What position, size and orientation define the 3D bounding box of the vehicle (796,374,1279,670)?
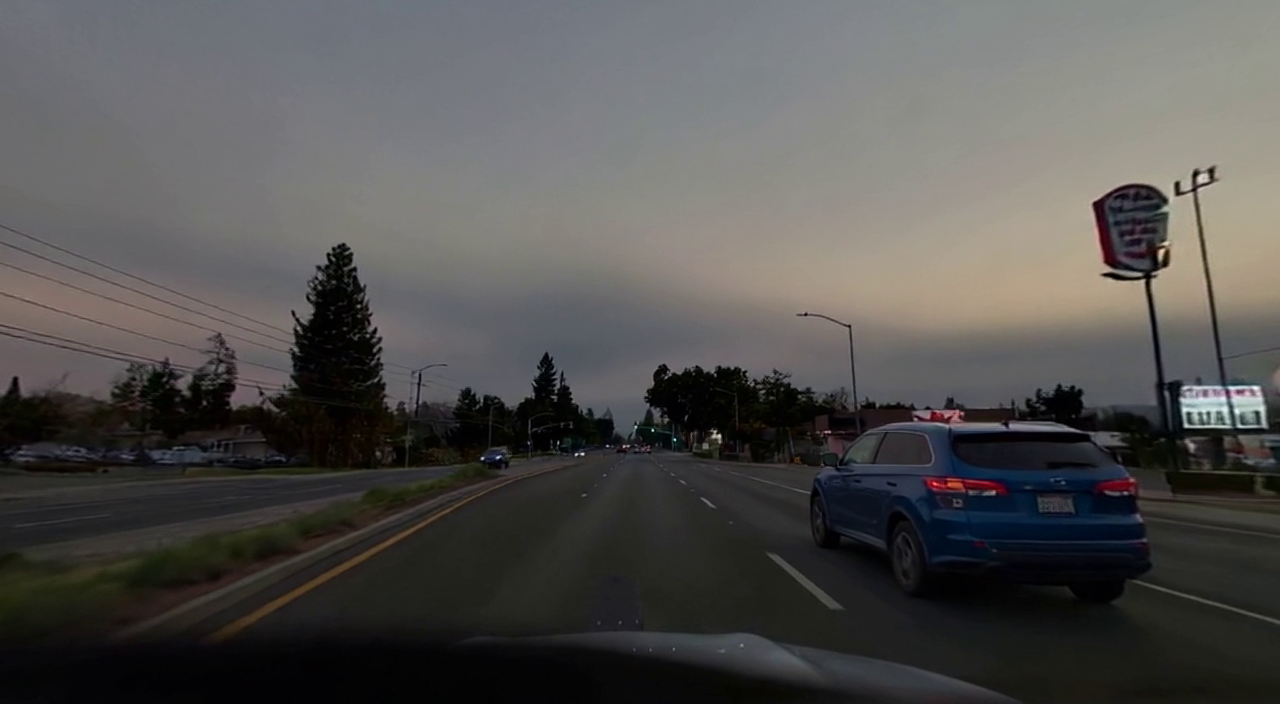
[{"bbox_3d":[3.197,1.371,6.209,2.130,1.790,4.615,0,-9,0],"label":"vehicle"}]
